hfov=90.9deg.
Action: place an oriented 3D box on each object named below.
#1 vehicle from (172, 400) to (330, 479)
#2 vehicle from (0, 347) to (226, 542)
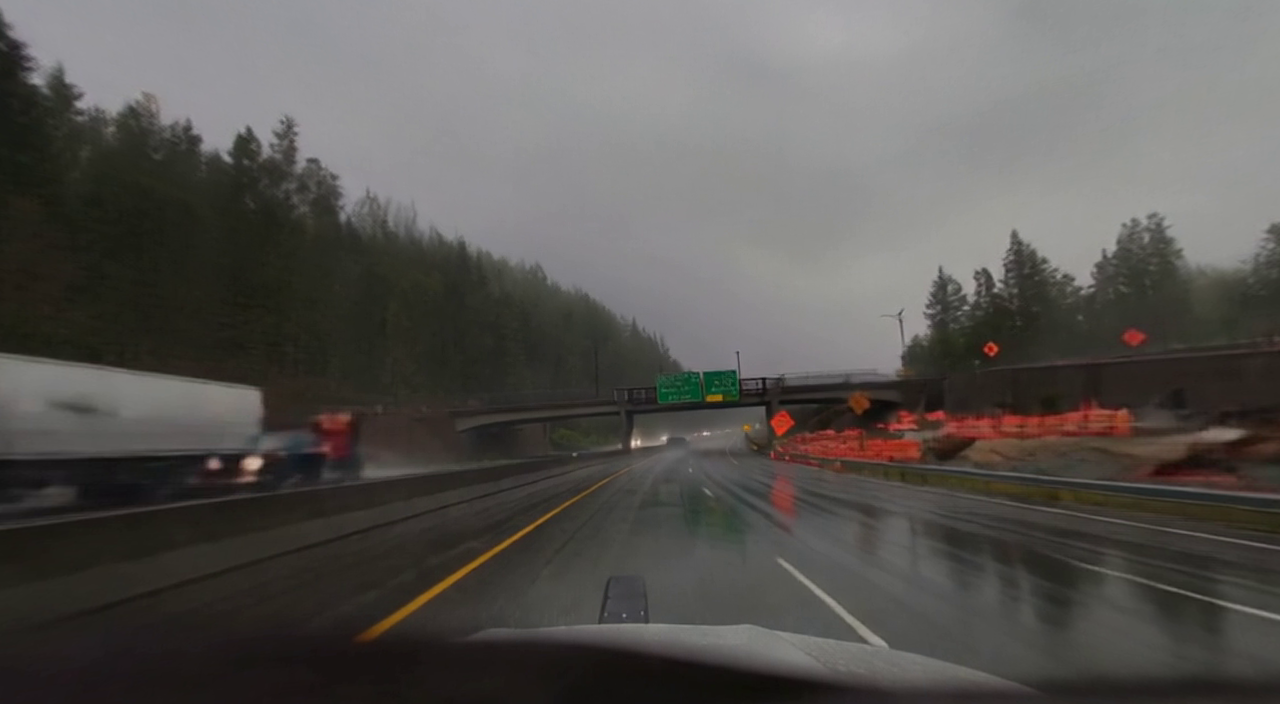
[{"bbox_3d":[-12.885,2.969,21.385,2.083,2.374,4.725,-1,-8,3],"label":"vehicle"},{"bbox_3d":[-13.333,1.910,12.994,3.010,3.577,9.124,-1,-8,3],"label":"vehicle"}]
